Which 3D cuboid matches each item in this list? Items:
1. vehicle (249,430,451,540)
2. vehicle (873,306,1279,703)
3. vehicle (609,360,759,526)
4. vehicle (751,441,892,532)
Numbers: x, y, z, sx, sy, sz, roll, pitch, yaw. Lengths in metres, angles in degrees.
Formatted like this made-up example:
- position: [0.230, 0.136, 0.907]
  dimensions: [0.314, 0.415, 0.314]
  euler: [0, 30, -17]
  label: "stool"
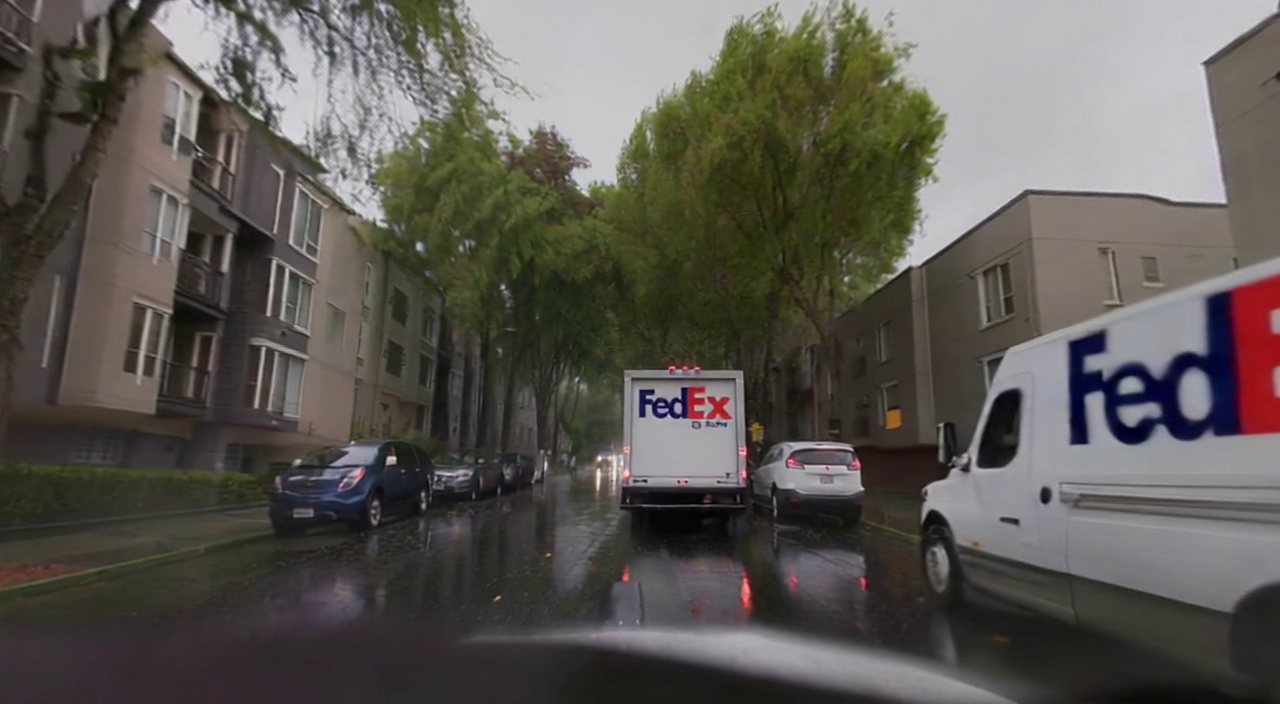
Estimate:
- position: [-5.683, 2.633, 13.225]
  dimensions: [2.020, 1.867, 4.654]
  euler: [0, -8, -1]
  label: "vehicle"
- position: [3.591, 1.059, 3.964]
  dimensions: [2.221, 1.991, 5.564]
  euler: [0, -9, 1]
  label: "vehicle"
- position: [0.814, 2.388, 16.626]
  dimensions: [2.930, 3.275, 8.180]
  euler: [0, -8, -1]
  label: "vehicle"
- position: [3.623, 2.725, 13.410]
  dimensions: [1.868, 1.623, 3.815]
  euler: [0, -9, 0]
  label: "vehicle"
